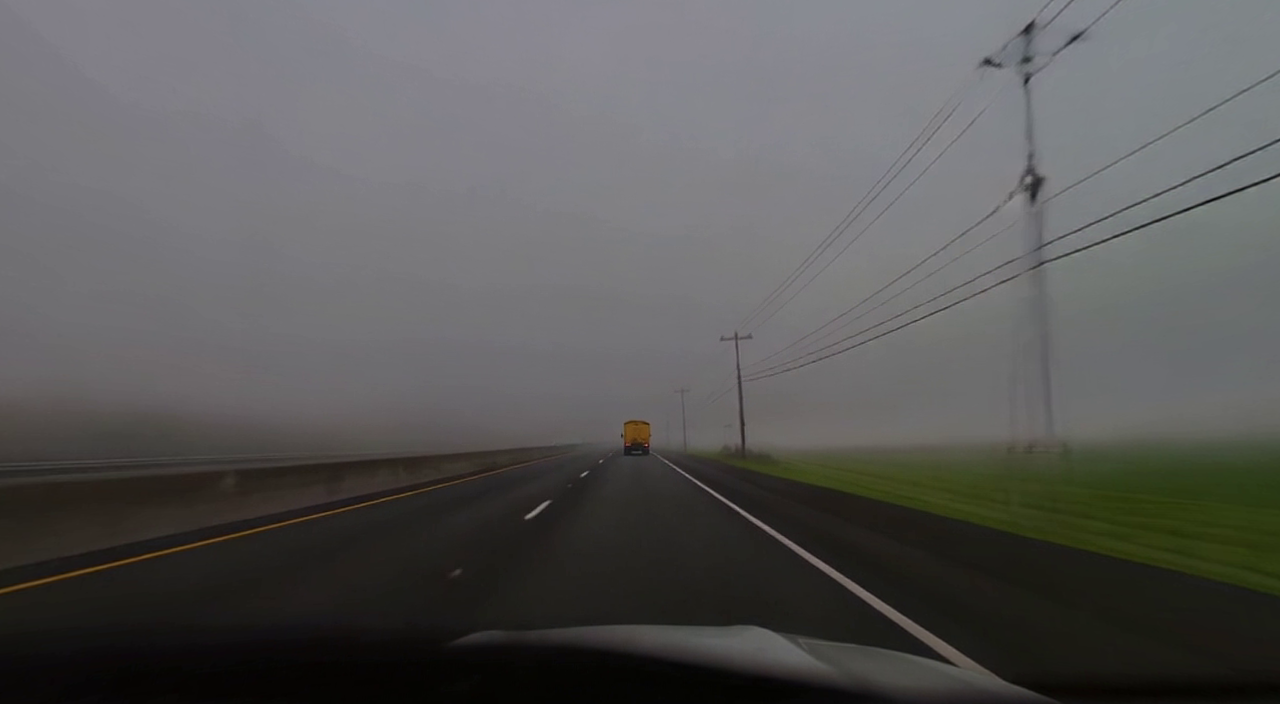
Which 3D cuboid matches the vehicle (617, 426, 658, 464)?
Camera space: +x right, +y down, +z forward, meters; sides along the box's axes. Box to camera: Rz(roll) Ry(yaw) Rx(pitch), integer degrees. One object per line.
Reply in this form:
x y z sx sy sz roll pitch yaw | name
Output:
-0.216 5.544 37.612 2.240 2.129 4.480 0 -8 -2 | vehicle
